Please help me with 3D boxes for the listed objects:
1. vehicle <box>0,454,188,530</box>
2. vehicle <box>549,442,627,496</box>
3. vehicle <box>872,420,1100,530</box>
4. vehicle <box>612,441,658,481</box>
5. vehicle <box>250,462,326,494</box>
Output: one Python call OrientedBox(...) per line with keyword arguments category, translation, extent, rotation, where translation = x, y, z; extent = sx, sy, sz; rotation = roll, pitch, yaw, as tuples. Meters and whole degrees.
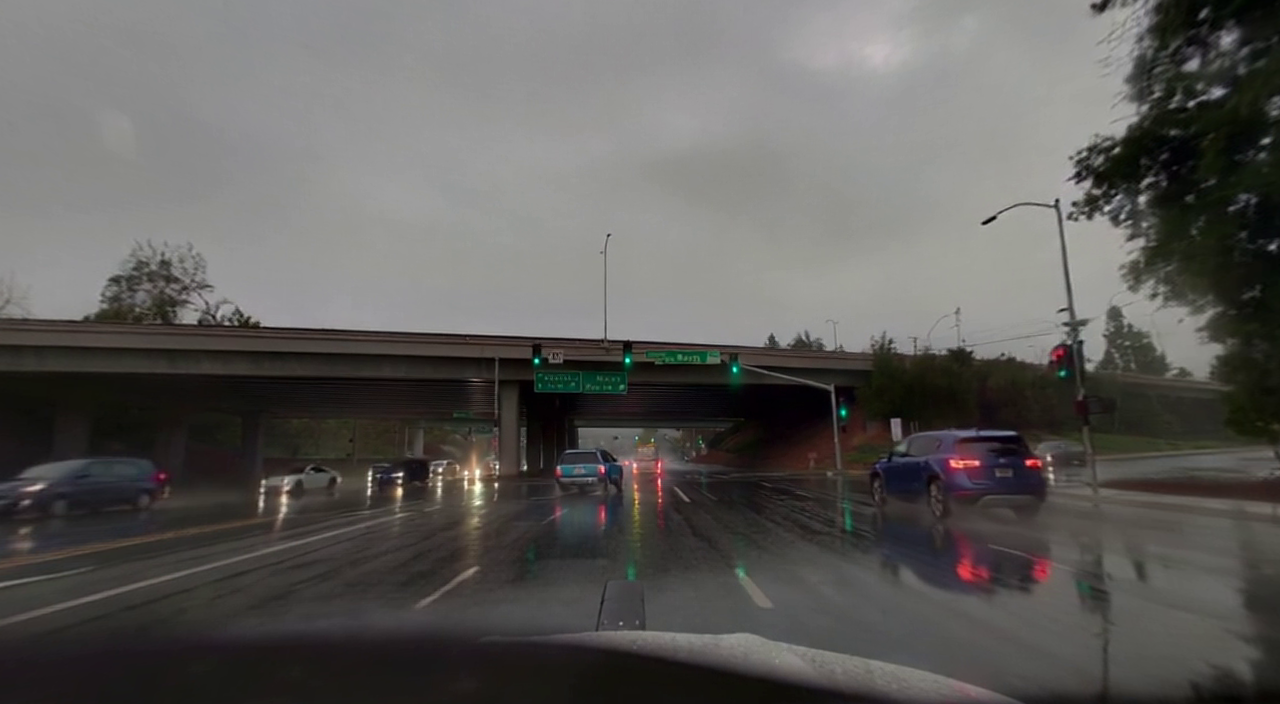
OrientedBox(category="vehicle", translation=(-15.863, 3.937, 18.348), extent=(2.007, 1.730, 4.774), rotation=(-3, -8, -1))
OrientedBox(category="vehicle", translation=(-1.819, 4.296, 23.689), extent=(2.060, 1.768, 4.681), rotation=(-1, -8, 6))
OrientedBox(category="vehicle", translation=(6.513, 2.349, 12.638), extent=(2.074, 1.785, 4.320), rotation=(0, -8, 0))
OrientedBox(category="vehicle", translation=(-0.174, 5.875, 34.397), extent=(2.342, 2.026, 4.642), rotation=(-1, -8, 2))
OrientedBox(category="vehicle", translation=(-19.570, 6.993, 35.349), extent=(1.857, 1.534, 4.221), rotation=(0, -8, -1))
